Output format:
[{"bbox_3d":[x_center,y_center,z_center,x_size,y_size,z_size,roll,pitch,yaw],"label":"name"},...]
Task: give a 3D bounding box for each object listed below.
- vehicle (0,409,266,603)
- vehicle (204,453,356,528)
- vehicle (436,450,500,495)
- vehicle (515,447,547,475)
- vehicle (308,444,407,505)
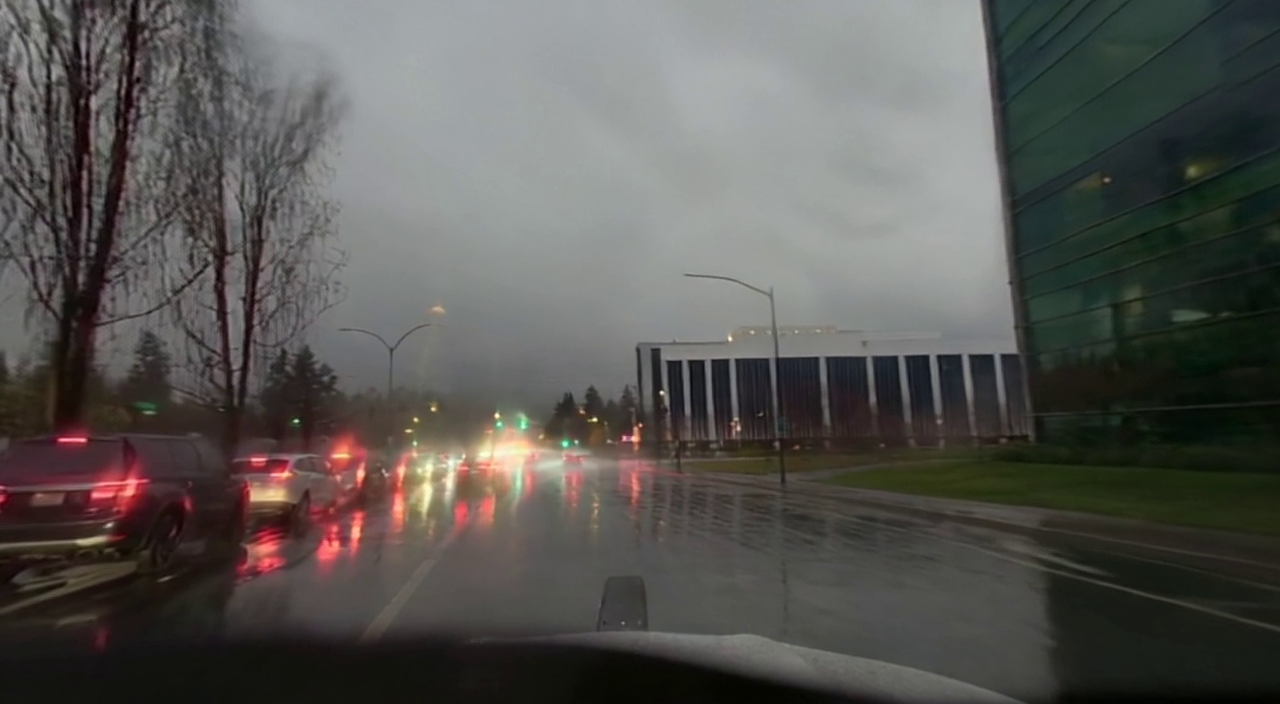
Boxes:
[{"bbox_3d":[-7.433,1.986,9.113,2.142,2.061,4.750,2,-9,-15],"label":"vehicle"},{"bbox_3d":[-8.981,3.413,16.216,1.868,1.514,4.870,2,-8,-11],"label":"vehicle"},{"bbox_3d":[-6.927,4.742,25.219,2.205,1.537,4.895,2,-9,-16],"label":"vehicle"},{"bbox_3d":[-7.917,7.853,45.429,2.102,1.815,4.716,1,-8,-10],"label":"vehicle"},{"bbox_3d":[-9.928,4.262,22.479,2.142,1.834,4.588,-2,-8,-10],"label":"vehicle"}]
